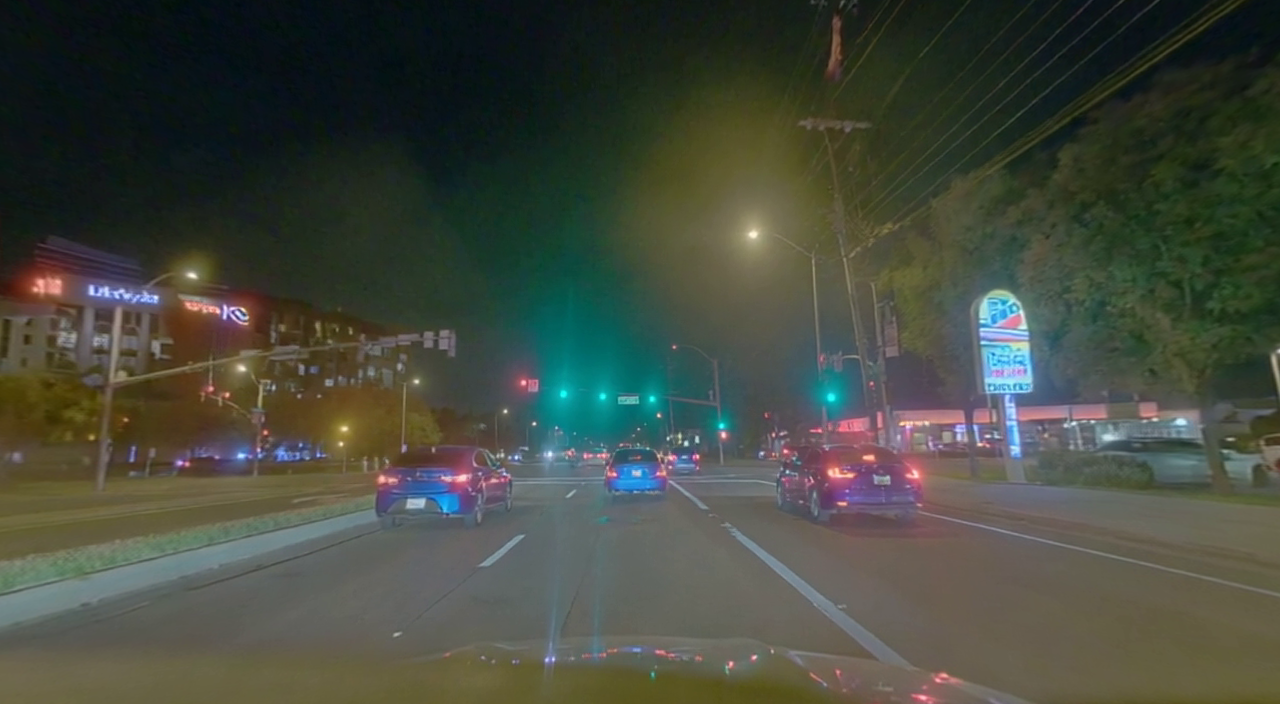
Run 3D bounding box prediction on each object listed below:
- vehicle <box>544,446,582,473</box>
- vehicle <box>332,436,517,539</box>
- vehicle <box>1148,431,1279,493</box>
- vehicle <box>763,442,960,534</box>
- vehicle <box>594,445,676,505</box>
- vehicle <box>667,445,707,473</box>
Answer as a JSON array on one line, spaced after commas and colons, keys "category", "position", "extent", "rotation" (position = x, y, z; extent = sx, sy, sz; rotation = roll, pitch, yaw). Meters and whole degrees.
[{"category": "vehicle", "position": [-4.769, 6.736, 39.802], "extent": [1.932, 1.606, 4.157], "rotation": [0, -9, -1]}, {"category": "vehicle", "position": [-3.821, 2.468, 12.256], "extent": [2.035, 1.564, 4.702], "rotation": [0, -9, -1]}, {"category": "vehicle", "position": [16.469, 2.820, 16.458], "extent": [4.802, 1.480, 2.126], "rotation": [1, -9, -6]}, {"category": "vehicle", "position": [4.144, 2.616, 12.914], "extent": [2.119, 1.479, 4.910], "rotation": [0, -9, -2]}, {"category": "vehicle", "position": [-0.200, 3.421, 18.076], "extent": [2.072, 1.473, 4.139], "rotation": [0, -9, -2]}, {"category": "vehicle", "position": [2.898, 6.687, 39.776], "extent": [1.986, 1.660, 4.006], "rotation": [0, -9, -2]}]
